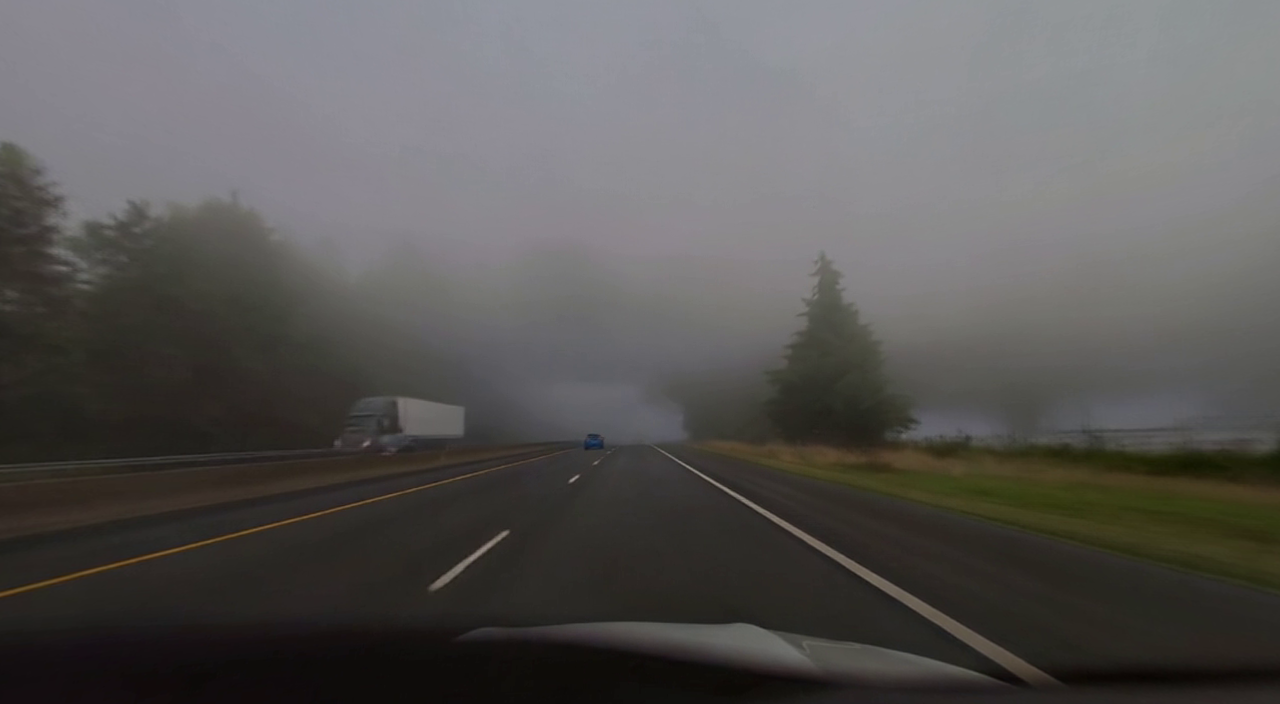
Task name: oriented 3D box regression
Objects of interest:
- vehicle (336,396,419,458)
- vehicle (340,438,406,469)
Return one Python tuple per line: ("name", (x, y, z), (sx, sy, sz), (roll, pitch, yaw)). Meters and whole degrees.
("vehicle", (-17.338, 5.033, 42.105), (2.930, 3.853, 5.885), (0, -8, -1))
("vehicle", (-12.313, 4.675, 29.217), (1.669, 1.358, 3.302), (0, -8, -2))
